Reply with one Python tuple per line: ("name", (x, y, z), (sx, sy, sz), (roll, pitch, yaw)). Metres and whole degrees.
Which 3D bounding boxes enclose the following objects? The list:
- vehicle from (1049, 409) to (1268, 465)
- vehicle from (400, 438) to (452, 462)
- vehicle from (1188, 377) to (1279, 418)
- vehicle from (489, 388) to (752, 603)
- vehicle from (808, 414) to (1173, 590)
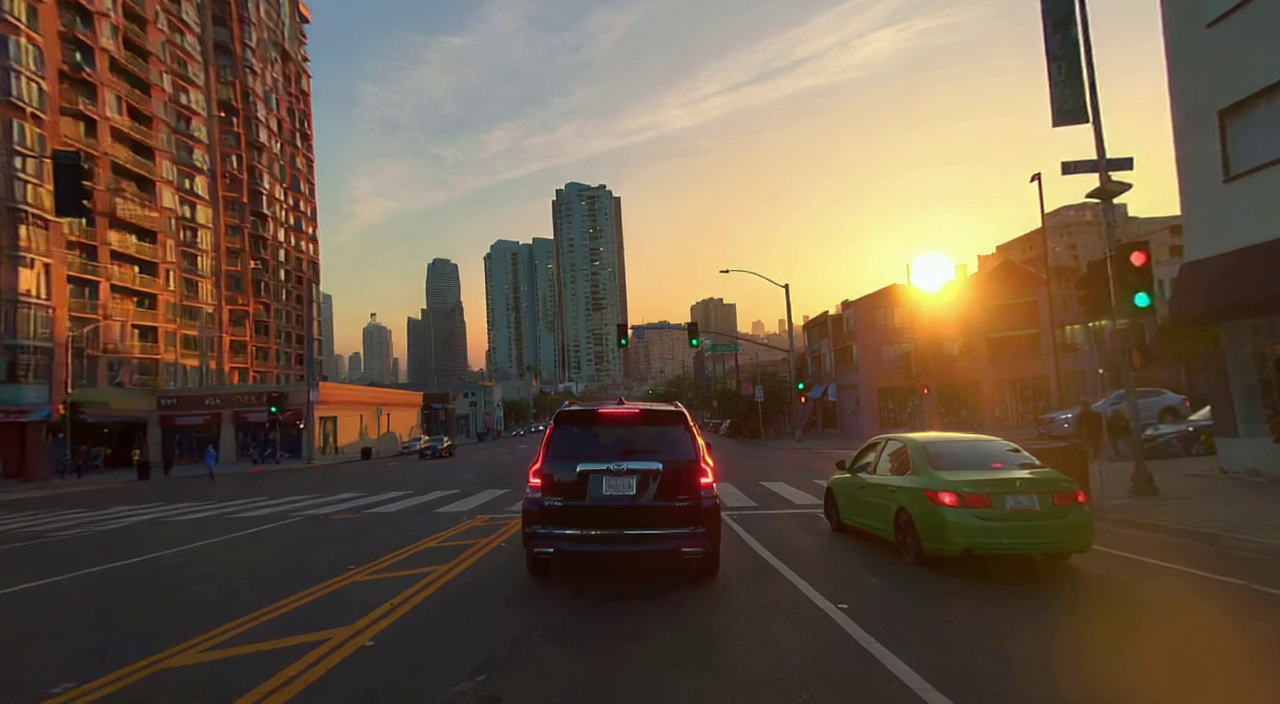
("vehicle", (14.267, 2.380, 17.609), (4.354, 1.466, 1.863), (0, -8, 2))
("vehicle", (-16.033, 7.352, 47.606), (2.132, 1.710, 4.504), (0, -8, 2))
("vehicle", (26.562, 1.981, 27.164), (4.287, 1.639, 1.729), (0, -8, 1))
("vehicle", (-0.150, 1.493, 7.371), (2.168, 1.776, 4.135), (0, -8, 0))
("vehicle", (3.695, 1.660, 7.889), (1.987, 1.538, 4.510), (0, -8, 0))
